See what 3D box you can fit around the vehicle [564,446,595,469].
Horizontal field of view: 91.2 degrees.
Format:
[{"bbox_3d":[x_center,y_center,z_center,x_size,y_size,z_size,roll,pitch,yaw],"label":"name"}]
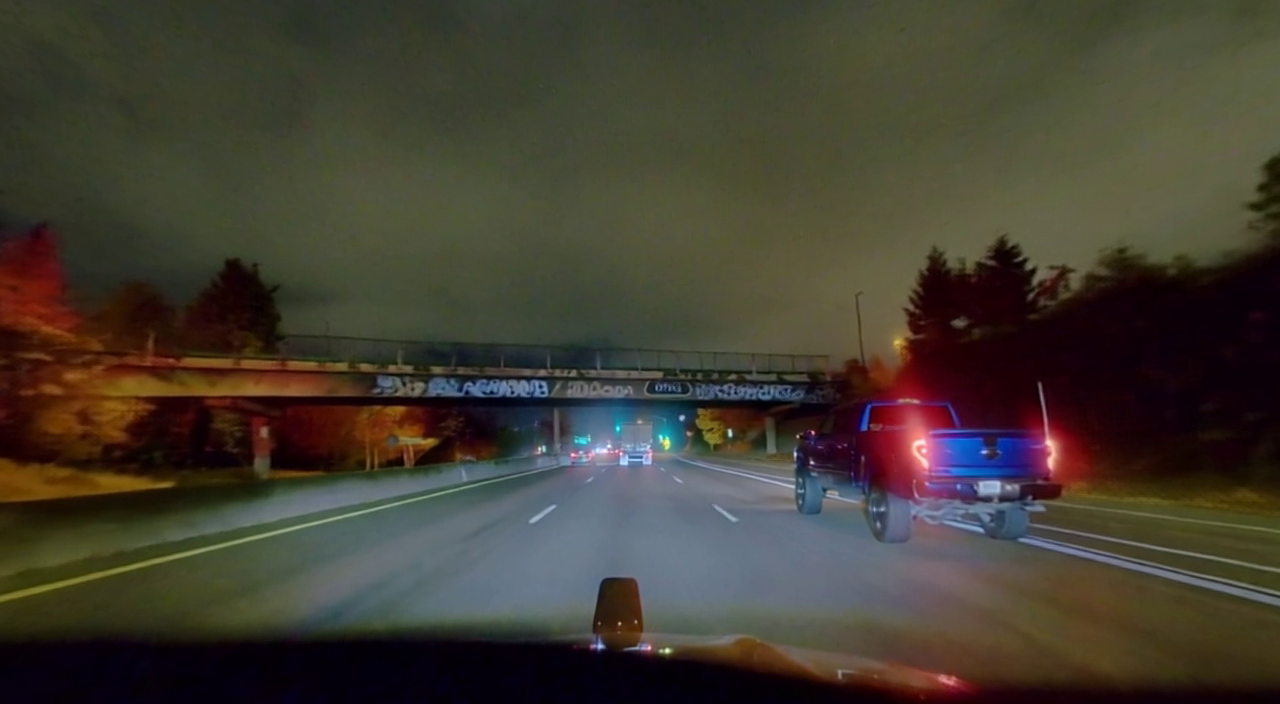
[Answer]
[{"bbox_3d":[-4.336,7.611,45.357,1.892,1.529,3.996,0,-9,-1],"label":"vehicle"}]
